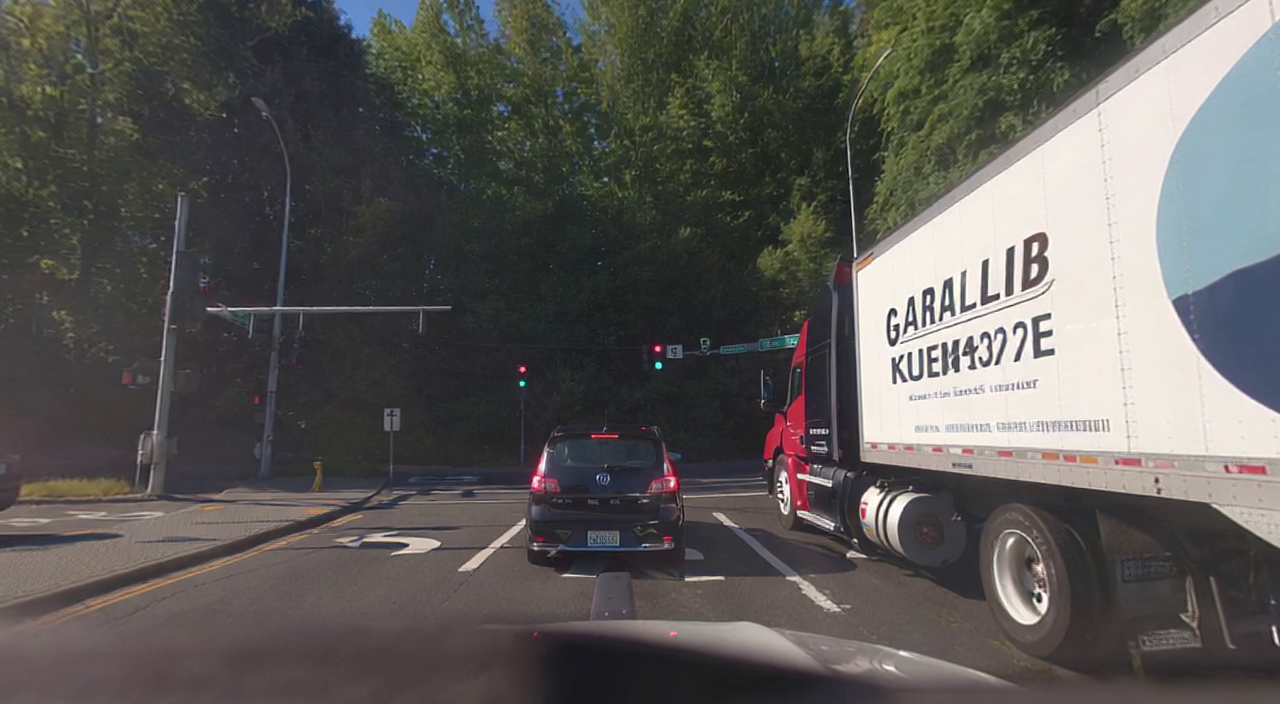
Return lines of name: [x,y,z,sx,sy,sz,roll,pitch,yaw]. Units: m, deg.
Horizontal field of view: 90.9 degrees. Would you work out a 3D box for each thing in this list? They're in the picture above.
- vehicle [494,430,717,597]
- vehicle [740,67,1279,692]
vehicle: [-0.348,1.710,7.434,1.975,1.457,3.526,0,-9,-1]
vehicle: [3.503,0.774,8.601,2.884,3.753,9.763,0,-9,2]
